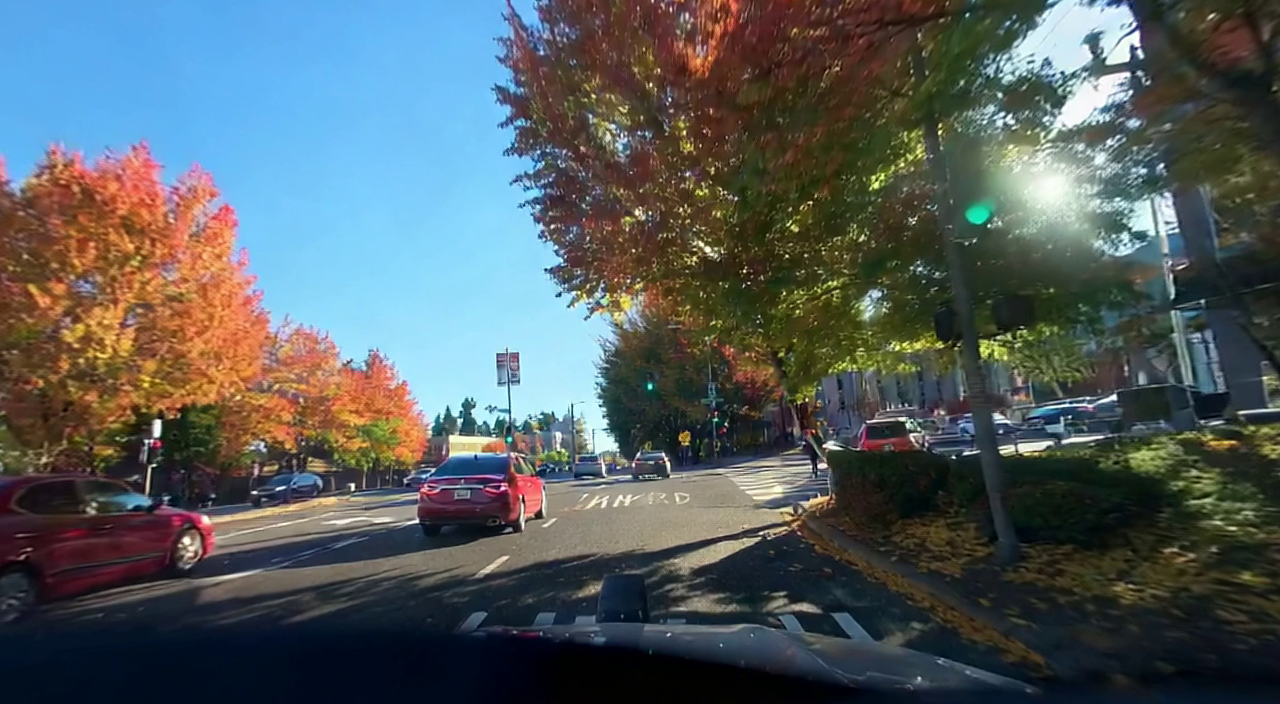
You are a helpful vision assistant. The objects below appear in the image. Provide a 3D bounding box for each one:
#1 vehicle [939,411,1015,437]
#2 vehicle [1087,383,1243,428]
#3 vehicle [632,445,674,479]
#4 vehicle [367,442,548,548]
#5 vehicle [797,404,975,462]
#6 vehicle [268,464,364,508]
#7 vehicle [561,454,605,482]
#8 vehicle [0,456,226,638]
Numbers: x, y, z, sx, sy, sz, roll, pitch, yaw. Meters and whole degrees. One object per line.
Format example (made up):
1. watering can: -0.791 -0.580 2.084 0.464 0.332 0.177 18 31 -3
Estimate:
1. vehicle: 23.291 5.062 43.746 1.906 1.621 4.563 3 -9 -16
2. vehicle: 22.158 2.291 26.735 4.625 1.760 2.065 0 -9 3
3. vehicle: 0.656 5.871 33.864 2.144 1.704 4.028 0 -9 0
4. vehicle: -3.279 2.648 12.448 2.085 1.663 4.513 0 -9 2
5. vehicle: 10.227 3.462 26.623 6.464 2.280 2.483 1 -9 -4
6. vehicle: -15.353 6.335 30.169 2.012 1.787 4.557 0 -9 2
7. vehicle: -3.376 6.932 37.919 2.068 1.482 4.490 0 -9 2
8. vehicle: -6.764 1.917 6.542 1.932 1.596 4.247 0 -9 1
